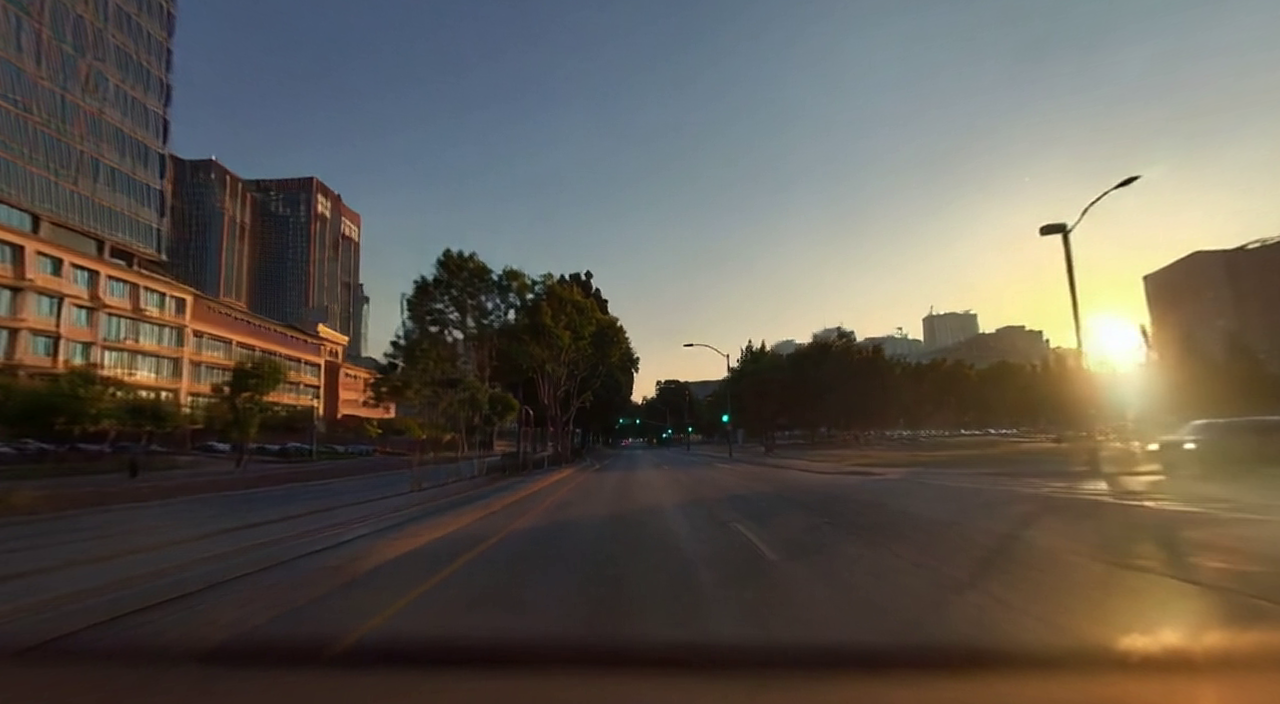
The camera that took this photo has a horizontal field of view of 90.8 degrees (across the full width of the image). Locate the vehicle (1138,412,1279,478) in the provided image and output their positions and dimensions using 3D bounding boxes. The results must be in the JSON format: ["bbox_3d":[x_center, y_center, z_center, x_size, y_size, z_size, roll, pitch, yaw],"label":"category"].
[{"bbox_3d":[21.626,3.167,22.079,6.615,1.967,2.328,-2,-7,-5],"label":"vehicle"}]
